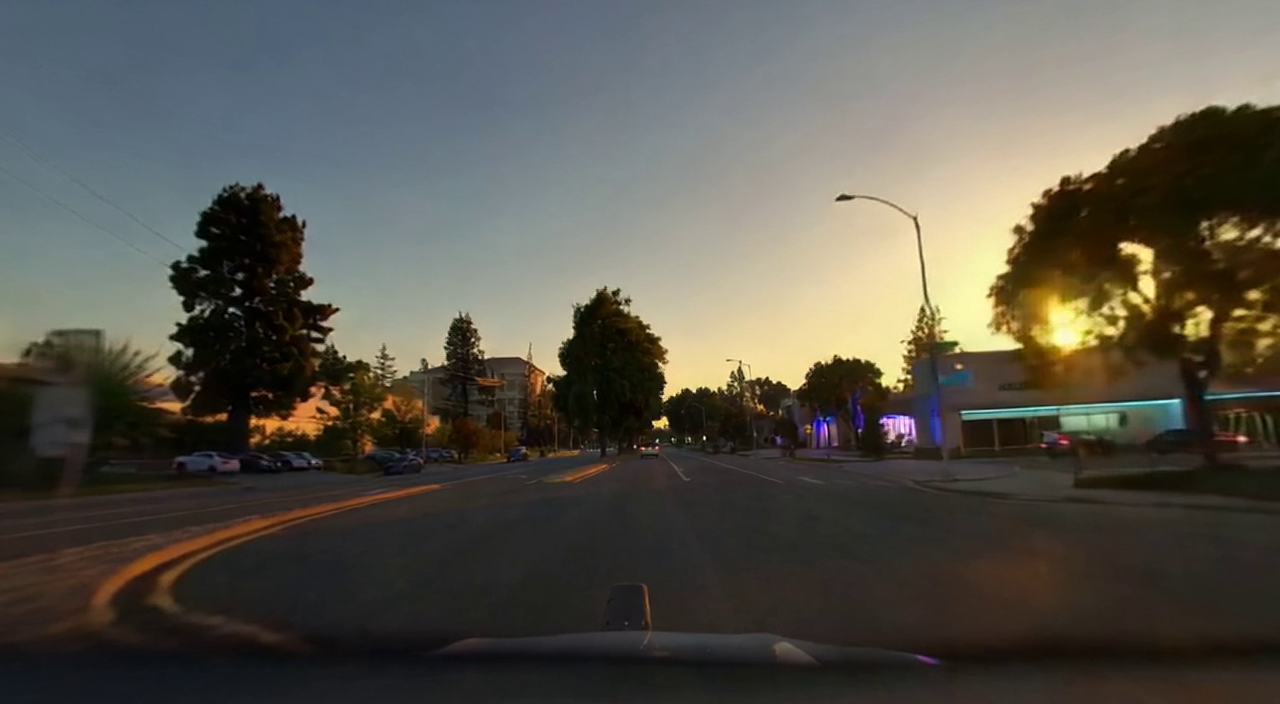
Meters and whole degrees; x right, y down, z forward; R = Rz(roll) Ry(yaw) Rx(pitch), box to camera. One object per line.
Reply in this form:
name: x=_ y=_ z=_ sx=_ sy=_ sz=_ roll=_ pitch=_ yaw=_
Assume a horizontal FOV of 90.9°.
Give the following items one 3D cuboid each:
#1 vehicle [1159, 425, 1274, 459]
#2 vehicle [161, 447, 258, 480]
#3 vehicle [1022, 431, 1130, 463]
vehicle: x=29.765 y=4.678 z=32.734 sx=1.854 sy=1.604 sz=4.333 roll=0 pitch=-8 yaw=0
vehicle: x=-26.272 y=6.768 z=38.601 sx=4.633 sy=1.923 sz=2.074 roll=6 pitch=-10 yaw=-33
vehicle: x=22.313 y=4.890 z=32.561 sx=2.009 sy=1.533 sz=5.047 roll=0 pitch=-8 yaw=0
